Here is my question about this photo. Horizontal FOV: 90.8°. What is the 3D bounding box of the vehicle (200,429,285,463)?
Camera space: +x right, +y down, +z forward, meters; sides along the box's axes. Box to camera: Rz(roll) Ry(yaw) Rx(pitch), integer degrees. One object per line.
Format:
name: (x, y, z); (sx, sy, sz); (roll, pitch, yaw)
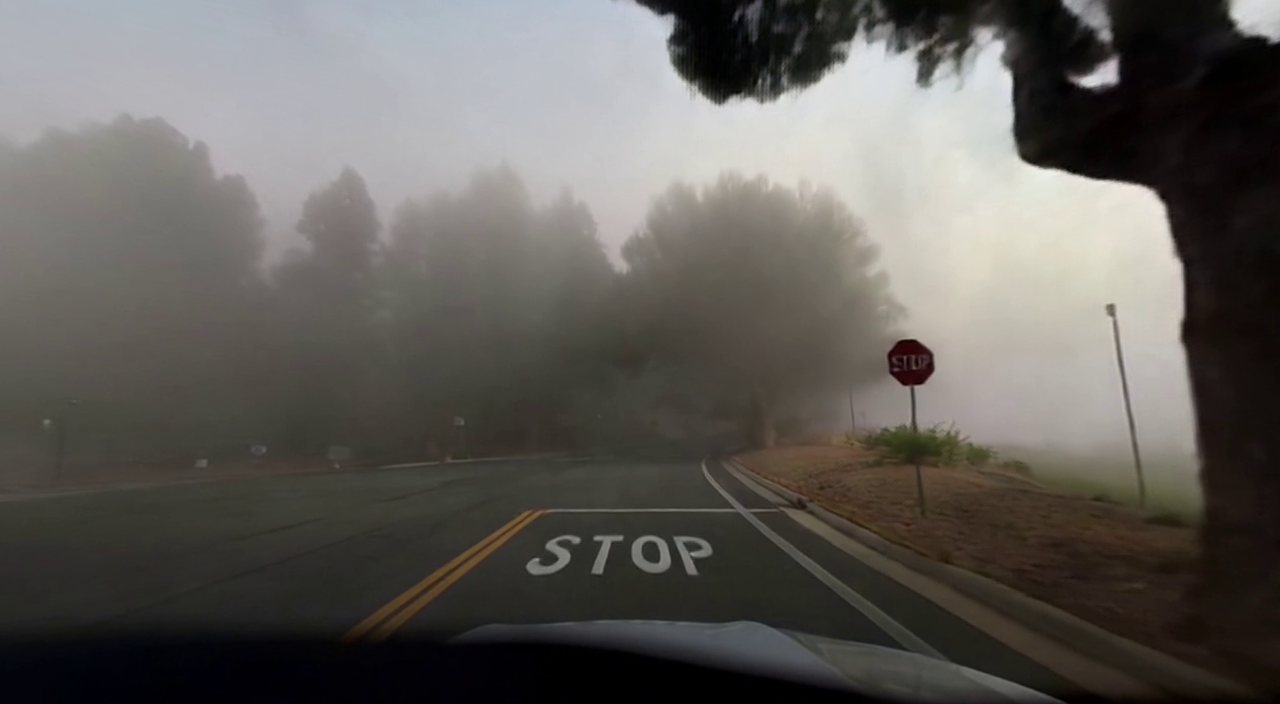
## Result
vehicle: (-27.576, 6.542, 43.903); (4.733, 1.892, 1.939); (-4, -4, 3)
